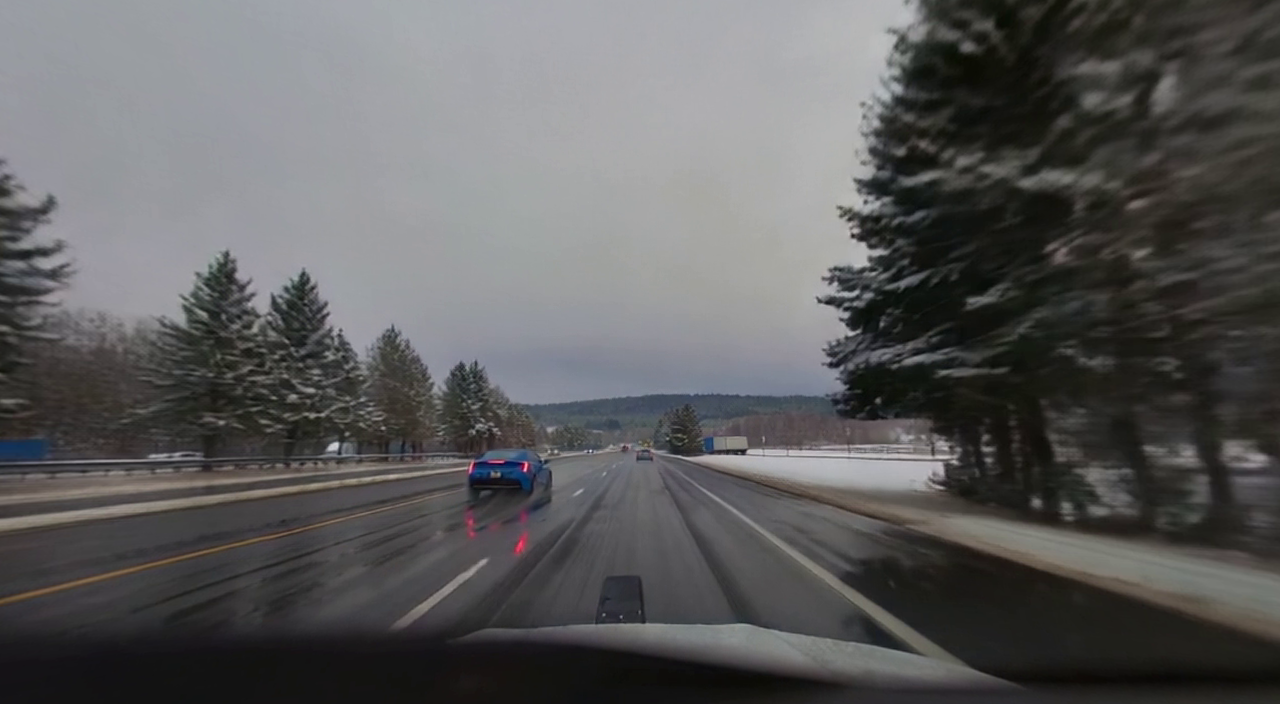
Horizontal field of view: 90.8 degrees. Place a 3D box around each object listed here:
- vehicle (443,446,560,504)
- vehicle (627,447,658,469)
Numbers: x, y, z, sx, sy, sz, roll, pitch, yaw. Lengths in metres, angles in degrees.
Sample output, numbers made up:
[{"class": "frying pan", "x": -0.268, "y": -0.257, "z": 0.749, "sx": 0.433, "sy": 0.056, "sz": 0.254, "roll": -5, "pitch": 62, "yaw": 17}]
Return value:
[{"class": "vehicle", "x": -3.781, "y": 3.450, "z": 18.219, "sx": 2.170, "sy": 1.451, "sz": 4.584, "roll": 0, "pitch": -9, "yaw": 2}, {"class": "vehicle", "x": 0.164, "y": 7.514, "z": 44.966, "sx": 2.079, "sy": 1.450, "sz": 3.942, "roll": 0, "pitch": -9, "yaw": 0}]
